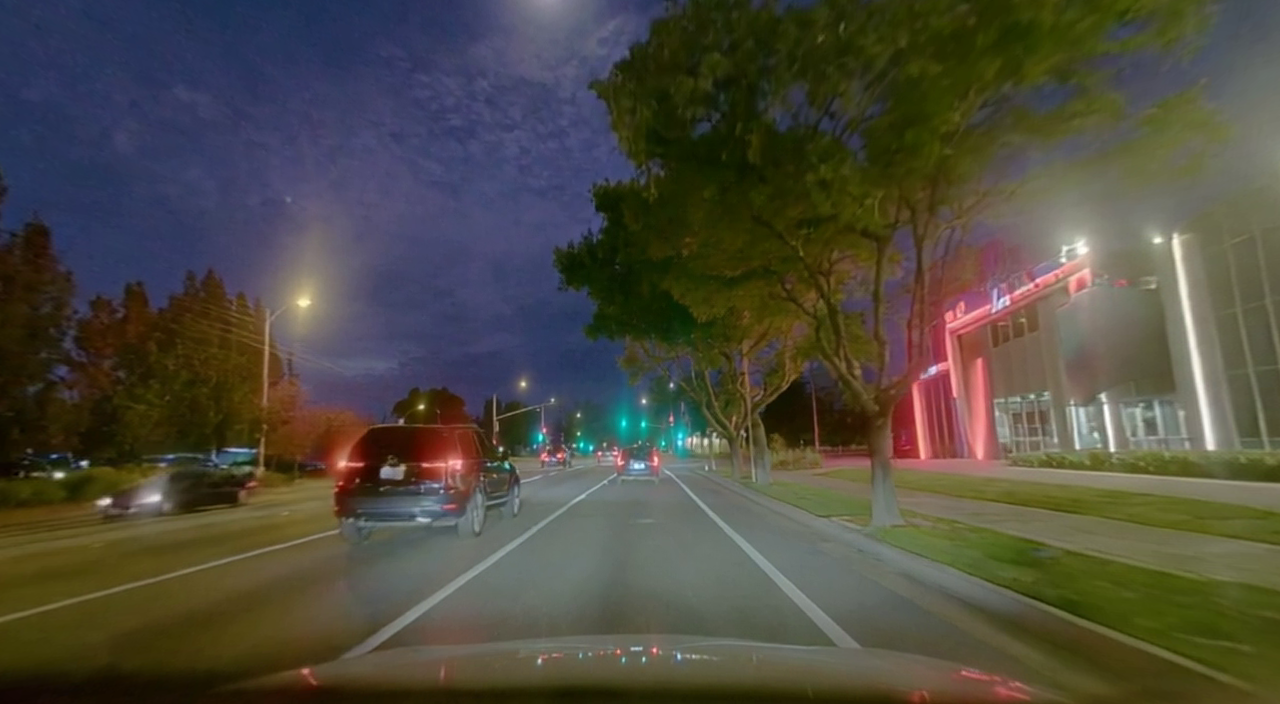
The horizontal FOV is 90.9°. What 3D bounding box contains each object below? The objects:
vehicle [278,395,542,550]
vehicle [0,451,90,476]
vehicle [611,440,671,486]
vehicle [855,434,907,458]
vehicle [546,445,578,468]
[{"bbox_3d":[-3.431,1.988,11.000,2.358,1.990,5.447,0,-9,2],"label":"vehicle"},{"bbox_3d":[-30.804,5.513,31.285,2.200,1.117,4.928,-2,-9,10],"label":"vehicle"},{"bbox_3d":[0.086,4.257,24.481,2.108,1.612,4.246,0,-9,1],"label":"vehicle"},{"bbox_3d":[17.508,6.860,45.929,1.856,1.491,4.209,-4,-8,-3],"label":"vehicle"},{"bbox_3d":[-6.083,8.184,49.533,1.906,1.705,4.024,0,-9,2],"label":"vehicle"}]
